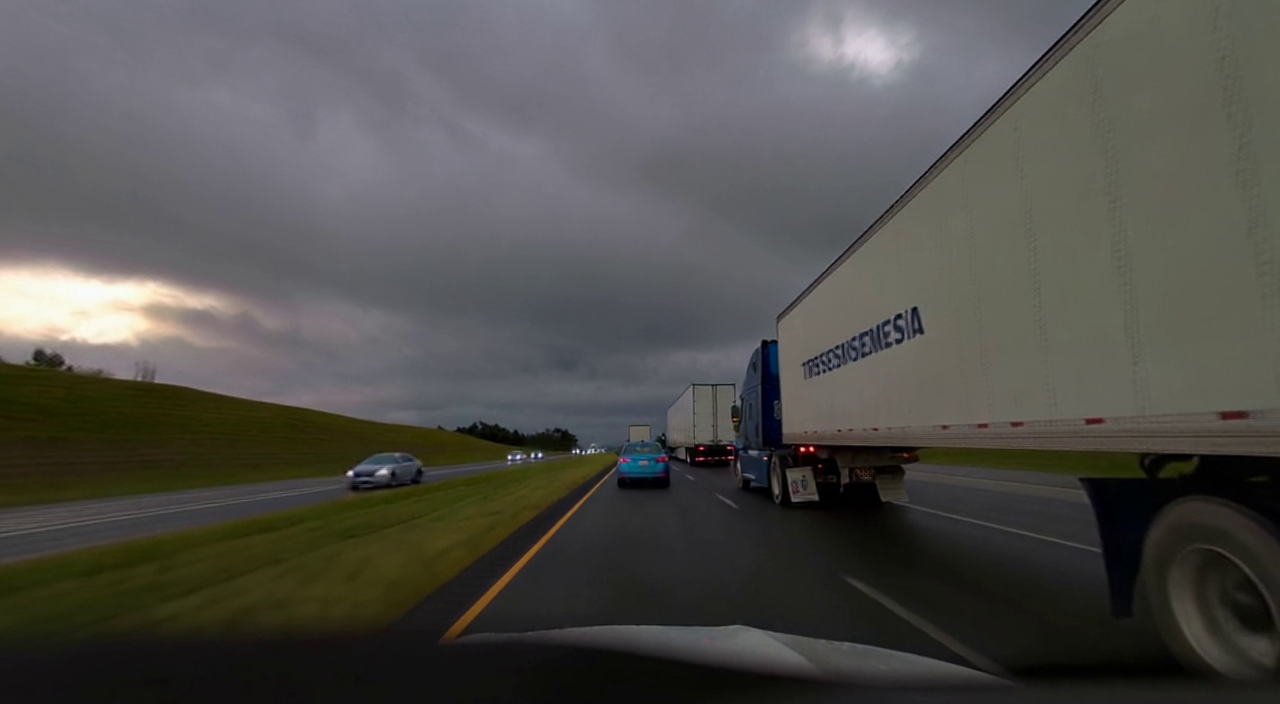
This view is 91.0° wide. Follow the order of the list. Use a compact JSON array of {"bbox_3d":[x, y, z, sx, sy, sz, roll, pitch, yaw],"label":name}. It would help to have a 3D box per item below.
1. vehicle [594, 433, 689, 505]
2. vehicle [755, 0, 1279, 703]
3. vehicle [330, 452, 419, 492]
[{"bbox_3d":[0.008,2.785,15.445,2.045,1.507,3.763,-1,-8,-1],"label":"vehicle"},{"bbox_3d":[4.384,0.041,6.495,3.410,4.438,14.410,0,-8,-1],"label":"vehicle"},{"bbox_3d":[-11.169,5.040,26.855,1.951,1.464,4.370,-1,-8,-1],"label":"vehicle"}]
